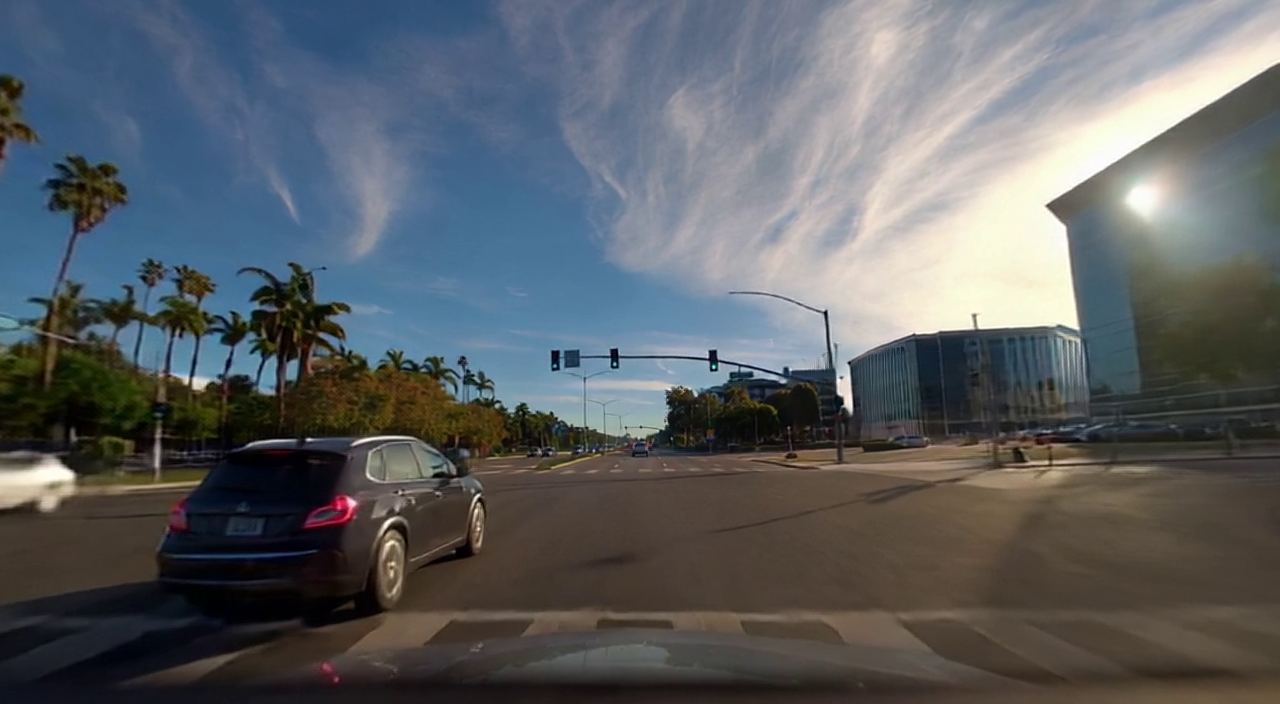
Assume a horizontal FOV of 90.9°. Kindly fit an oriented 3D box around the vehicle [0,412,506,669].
[{"bbox_3d":[-3.014,1.504,6.322,2.162,1.549,4.795,0,-8,1],"label":"vehicle"}]
